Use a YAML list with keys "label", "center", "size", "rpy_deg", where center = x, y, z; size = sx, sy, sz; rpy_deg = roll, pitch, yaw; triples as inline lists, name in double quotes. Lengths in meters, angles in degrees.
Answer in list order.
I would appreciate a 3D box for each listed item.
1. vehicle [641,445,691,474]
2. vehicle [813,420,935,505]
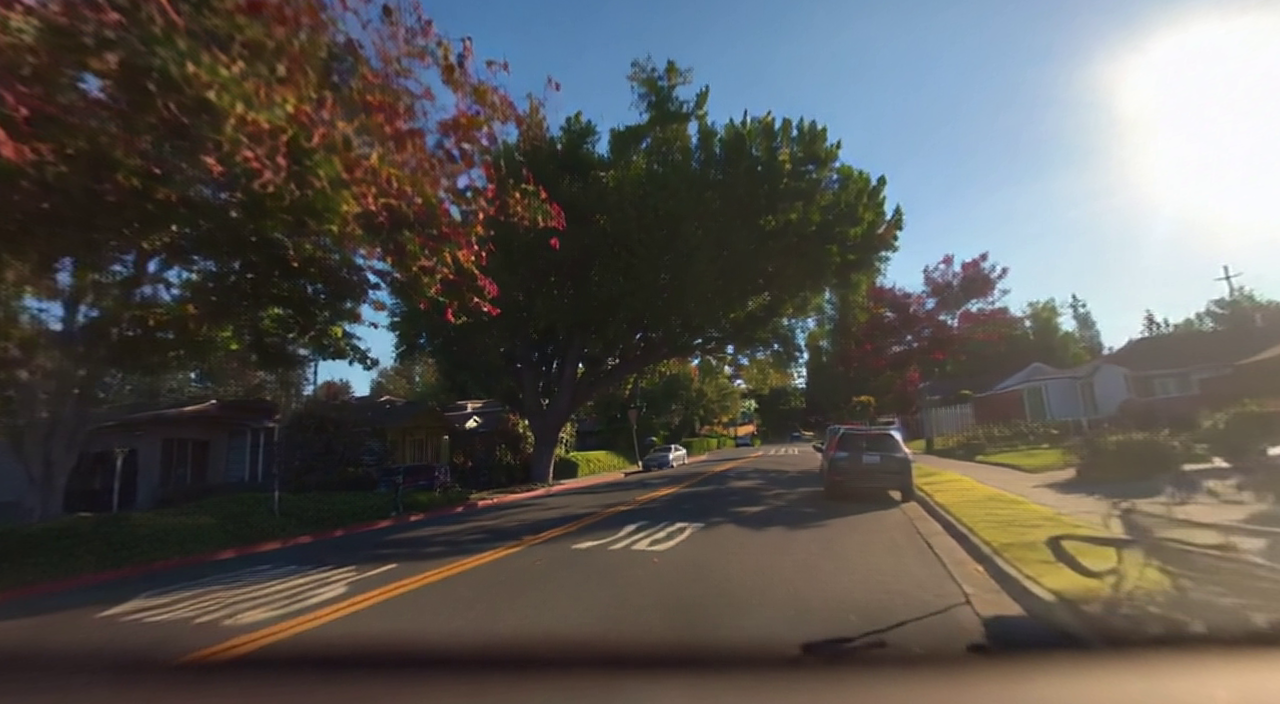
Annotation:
- label: "vehicle"
  center: [1.674, 6.542, 38.562]
  size: [2.033, 1.456, 4.370]
  rpy_deg: [-9, -10, 14]
- label: "vehicle"
  center: [5.278, 2.537, 14.776]
  size: [2.242, 1.661, 4.273]
  rpy_deg: [-3, -9, 15]
